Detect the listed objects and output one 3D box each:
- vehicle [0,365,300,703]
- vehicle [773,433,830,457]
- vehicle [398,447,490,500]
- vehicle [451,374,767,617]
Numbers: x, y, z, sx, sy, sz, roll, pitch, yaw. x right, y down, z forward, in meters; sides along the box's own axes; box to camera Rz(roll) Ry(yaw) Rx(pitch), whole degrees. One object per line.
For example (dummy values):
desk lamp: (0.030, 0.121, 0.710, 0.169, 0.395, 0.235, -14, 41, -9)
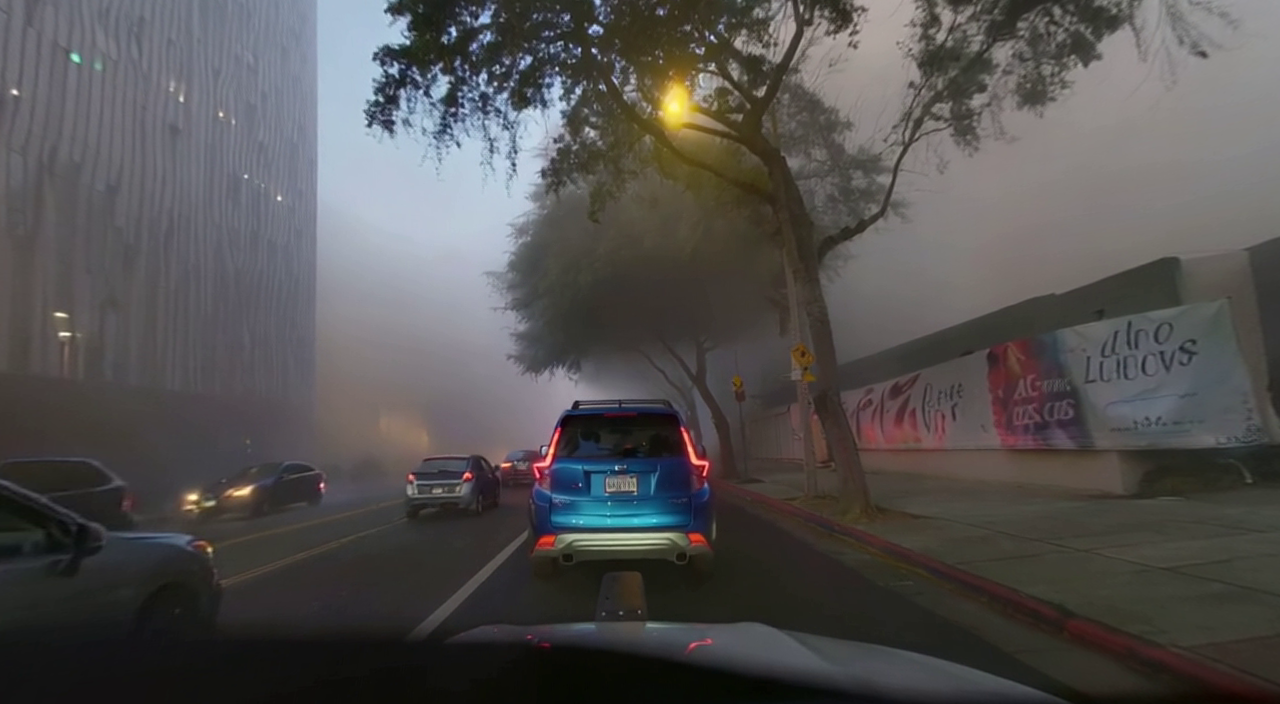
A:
vehicle: (-3.300, 0.871, 2.149, 1.971, 1.658, 4.428, 0, -8, -3)
vehicle: (10.421, 5.989, 40.662, 1.877, 1.416, 3.965, -8, -12, 40)
vehicle: (-6.024, 3.743, 19.992, 1.876, 1.448, 4.464, 1, -8, -6)
vehicle: (-0.337, 1.464, 7.358, 2.531, 1.930, 4.382, 0, -8, -3)
